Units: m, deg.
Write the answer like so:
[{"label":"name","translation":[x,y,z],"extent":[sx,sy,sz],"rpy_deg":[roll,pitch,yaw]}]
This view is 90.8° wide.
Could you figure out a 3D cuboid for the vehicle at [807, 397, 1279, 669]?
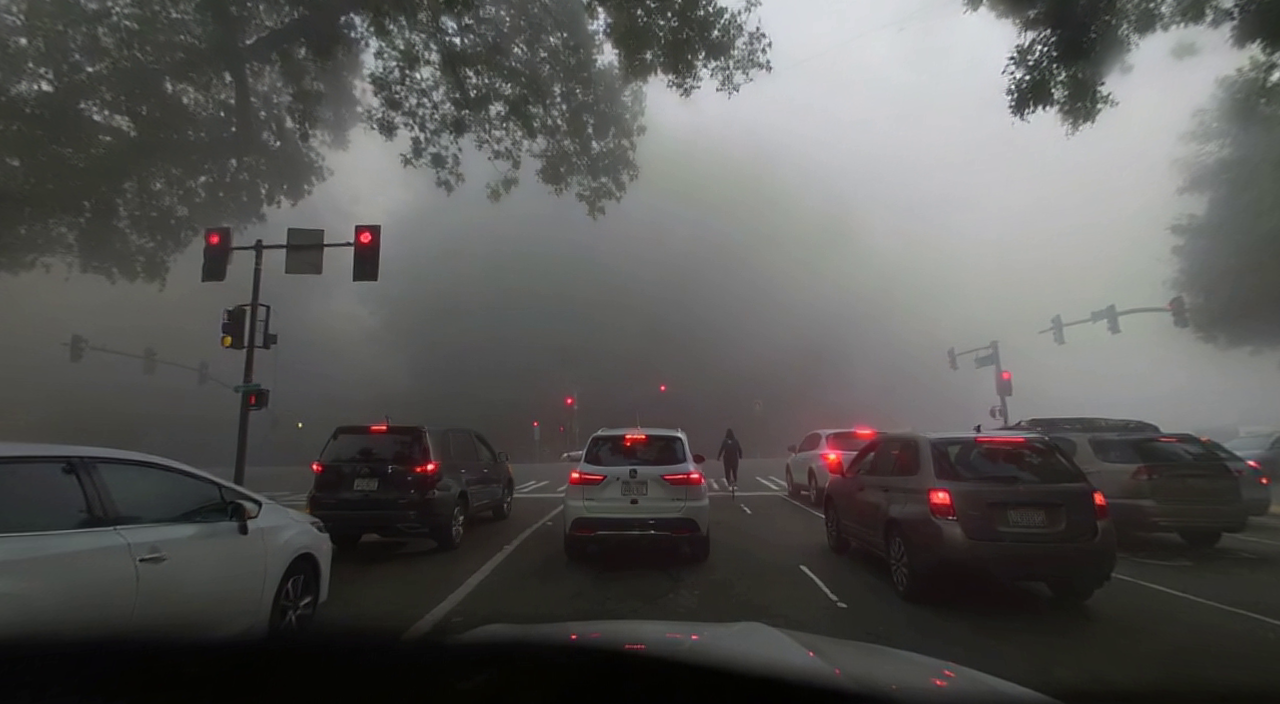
[{"label":"vehicle","translation":[3.236,1.443,6.194],"extent":[2.006,1.659,4.462],"rpy_deg":[0,-8,1]}]

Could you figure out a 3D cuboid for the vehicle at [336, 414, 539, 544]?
[{"label":"vehicle","translation":[-3.217,2.119,11.164],"extent":[2.048,1.805,4.405],"rpy_deg":[0,-8,1]}]

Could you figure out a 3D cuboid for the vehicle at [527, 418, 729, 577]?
[{"label":"vehicle","translation":[-0.094,1.802,8.553],"extent":[2.106,1.655,3.717],"rpy_deg":[0,-8,1]}]

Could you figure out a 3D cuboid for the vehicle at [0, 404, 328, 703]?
[{"label":"vehicle","translation":[-3.345,0.950,2.369],"extent":[1.863,1.495,4.667],"rpy_deg":[0,-8,2]}]
